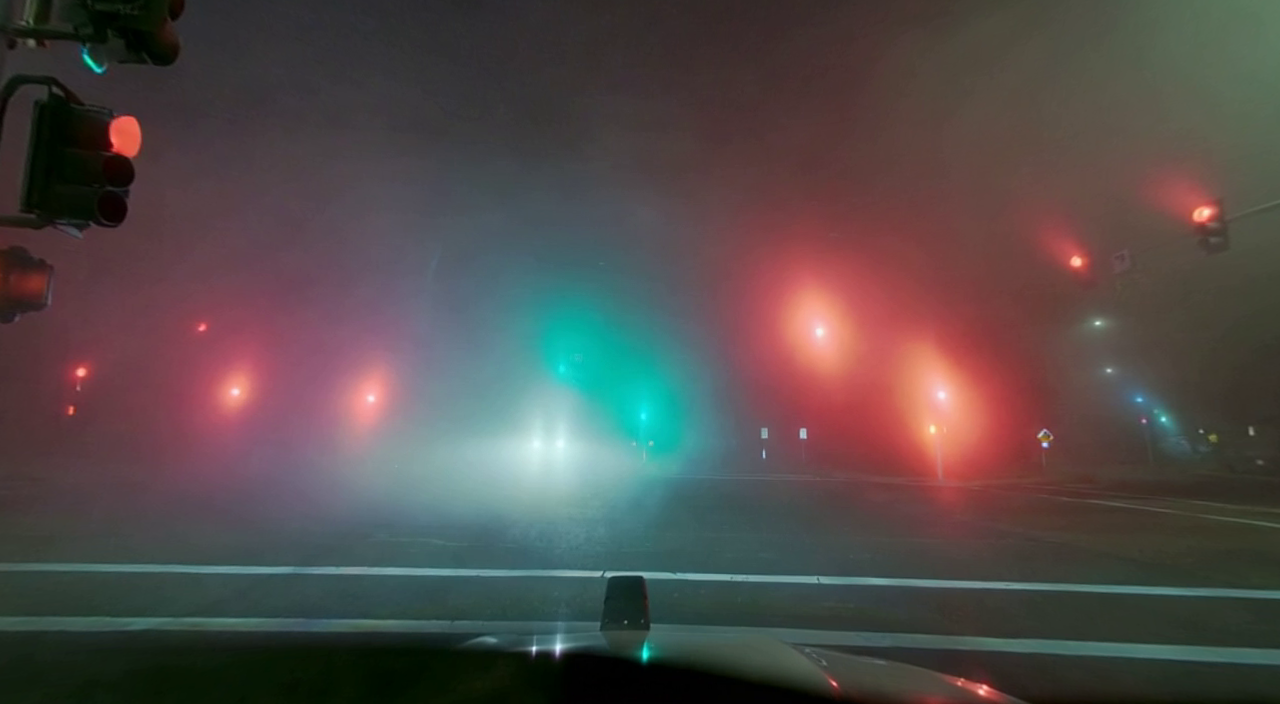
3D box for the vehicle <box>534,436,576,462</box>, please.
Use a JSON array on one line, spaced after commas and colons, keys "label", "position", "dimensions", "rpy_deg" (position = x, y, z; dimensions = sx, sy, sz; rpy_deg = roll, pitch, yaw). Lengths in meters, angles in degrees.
[{"label": "vehicle", "position": [-6.040, 7.018, 45.706], "dimensions": [2.234, 1.796, 5.416], "rpy_deg": [0, -8, 1]}]
